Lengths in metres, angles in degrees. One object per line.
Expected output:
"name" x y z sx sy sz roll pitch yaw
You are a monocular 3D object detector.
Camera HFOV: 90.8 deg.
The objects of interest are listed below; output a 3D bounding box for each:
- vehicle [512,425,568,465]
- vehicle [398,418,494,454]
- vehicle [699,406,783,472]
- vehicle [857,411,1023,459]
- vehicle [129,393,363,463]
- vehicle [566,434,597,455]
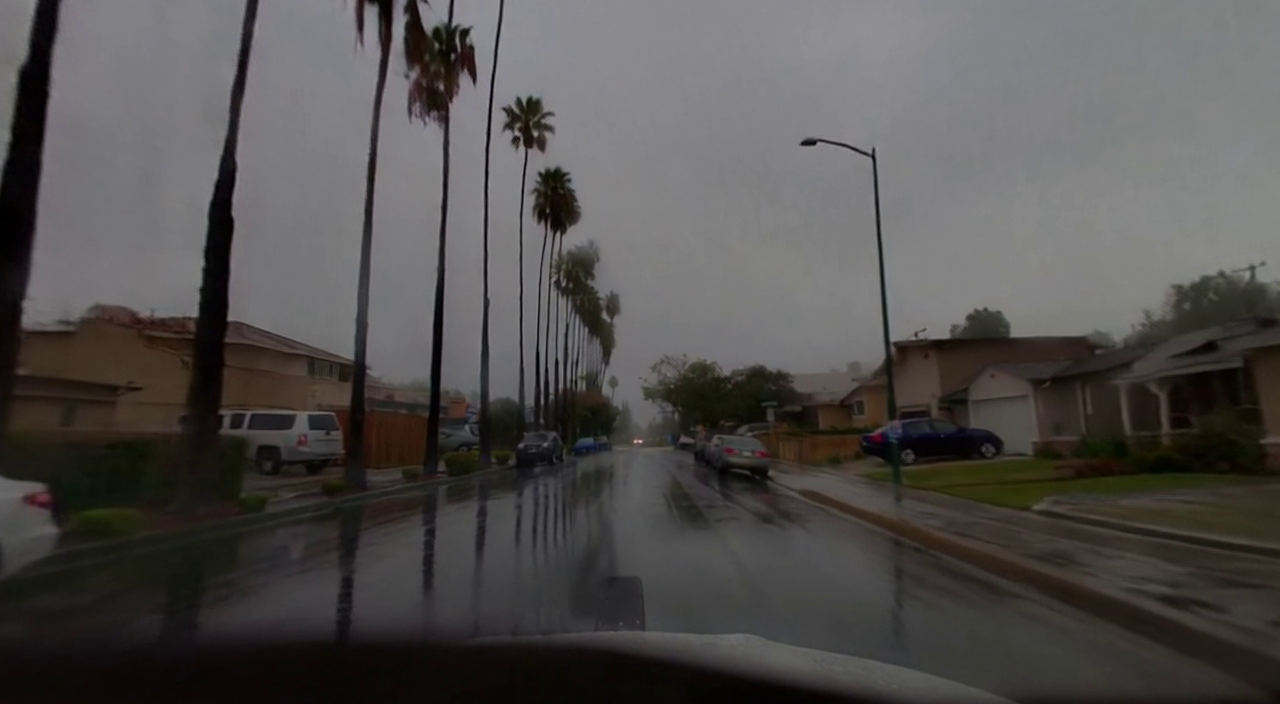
"vehicle" -4.927 4.607 31.733 2.147 1.823 4.725 0 -7 -1
"vehicle" -11.422 4.982 37.510 4.991 1.947 2.329 -1 -8 -1
"vehicle" 3.415 3.144 22.738 2.184 2.038 6.212 0 -8 2
"vehicle" 10.034 2.835 21.438 4.643 1.520 1.826 0 -8 3
"vehicle" -11.542 2.293 18.858 5.340 1.948 2.398 0 -9 1
"vehicle" -4.564 7.330 49.890 2.080 1.479 4.531 0 -10 -1
